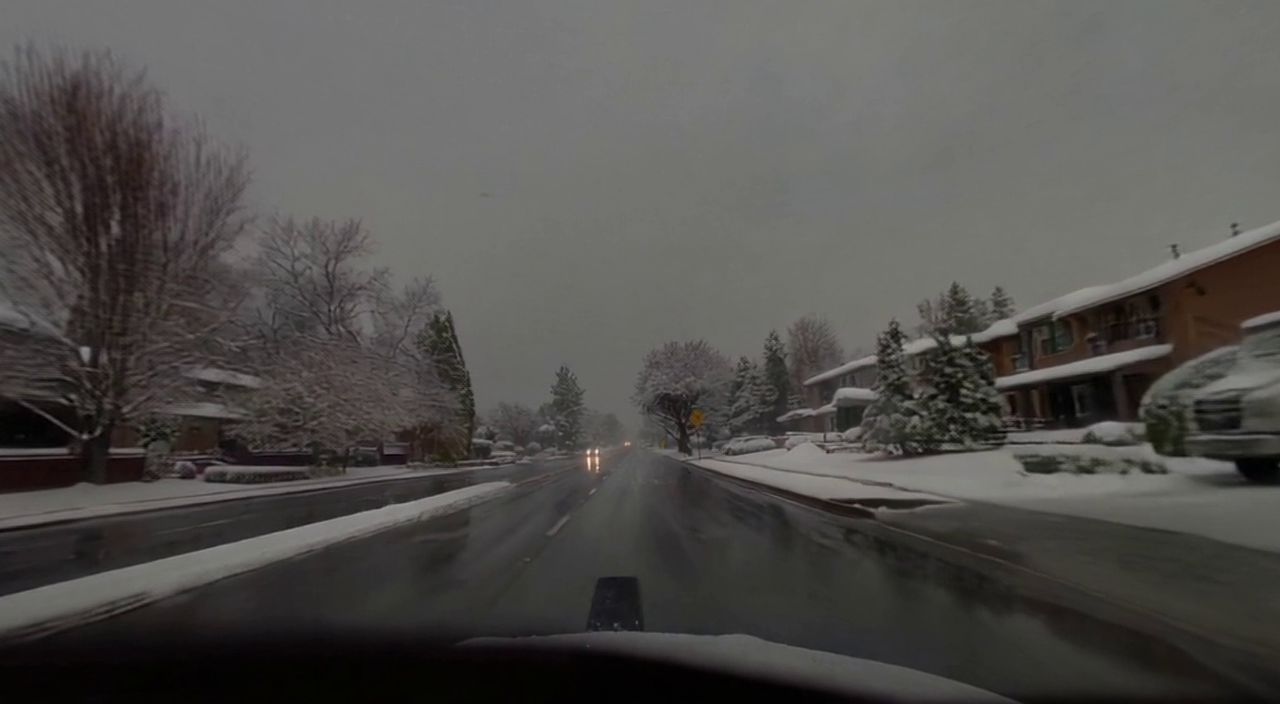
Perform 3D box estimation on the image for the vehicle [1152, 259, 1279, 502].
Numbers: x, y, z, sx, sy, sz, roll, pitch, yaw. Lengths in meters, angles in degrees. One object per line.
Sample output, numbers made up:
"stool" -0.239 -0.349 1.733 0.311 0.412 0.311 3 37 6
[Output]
"vehicle" 17.548 0.417 12.198 12.151 4.157 3.709 -1 -15 -6
